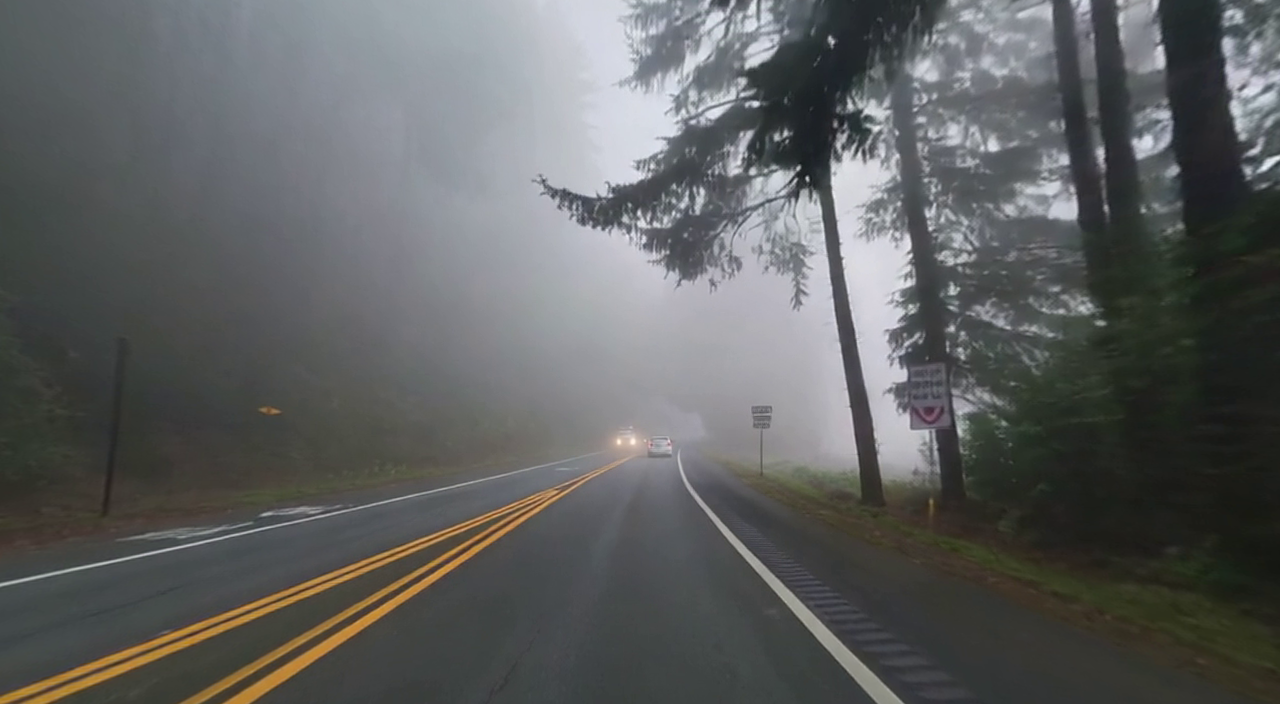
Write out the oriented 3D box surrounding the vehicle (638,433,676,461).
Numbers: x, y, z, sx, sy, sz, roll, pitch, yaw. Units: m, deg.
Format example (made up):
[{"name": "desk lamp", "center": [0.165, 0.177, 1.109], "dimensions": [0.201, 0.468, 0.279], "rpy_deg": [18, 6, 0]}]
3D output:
[{"name": "vehicle", "center": [1.000, 5.473, 36.347], "dimensions": [2.067, 1.486, 3.861], "rpy_deg": [0, -8, 3]}]
